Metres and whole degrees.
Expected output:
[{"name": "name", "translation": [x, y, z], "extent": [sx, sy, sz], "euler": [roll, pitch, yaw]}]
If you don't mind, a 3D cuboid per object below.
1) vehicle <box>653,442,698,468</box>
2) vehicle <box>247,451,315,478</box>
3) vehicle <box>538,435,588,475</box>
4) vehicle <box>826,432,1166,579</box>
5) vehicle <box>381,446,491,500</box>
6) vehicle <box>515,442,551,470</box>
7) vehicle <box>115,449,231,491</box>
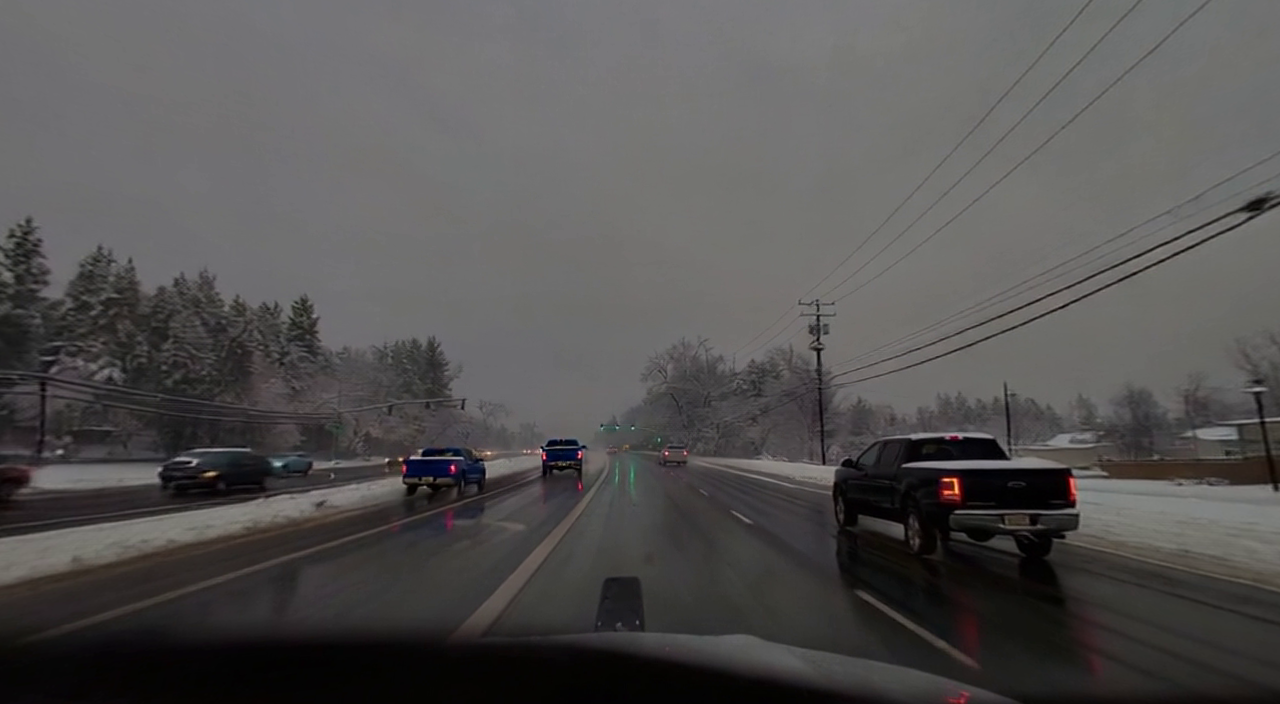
[{"name": "vehicle", "translation": [2.056, 6.167, 37.877], "extent": [2.071, 1.435, 4.226], "euler": [1, -9, -5]}, {"name": "vehicle", "translation": [-24.298, 7.626, 43.017], "extent": [1.915, 1.689, 4.640], "euler": [0, -9, -1]}, {"name": "vehicle", "translation": [-4.174, 5.743, 35.456], "extent": [2.467, 1.991, 6.089], "euler": [0, -9, -4]}, {"name": "vehicle", "translation": [4.220, 1.864, 8.606], "extent": [1.840, 1.428, 4.602], "euler": [0, -9, -2]}, {"name": "vehicle", "translation": [-6.408, 3.827, 20.487], "extent": [2.035, 1.497, 4.723], "euler": [0, -9, -1]}, {"name": "vehicle", "translation": [-8.107, 8.004, 48.437], "extent": [2.169, 1.865, 4.739], "euler": [4, -11, -4]}, {"name": "vehicle", "translation": [-21.073, 5.308, 28.759], "extent": [2.035, 1.706, 4.197], "euler": [0, -9, 0]}]
